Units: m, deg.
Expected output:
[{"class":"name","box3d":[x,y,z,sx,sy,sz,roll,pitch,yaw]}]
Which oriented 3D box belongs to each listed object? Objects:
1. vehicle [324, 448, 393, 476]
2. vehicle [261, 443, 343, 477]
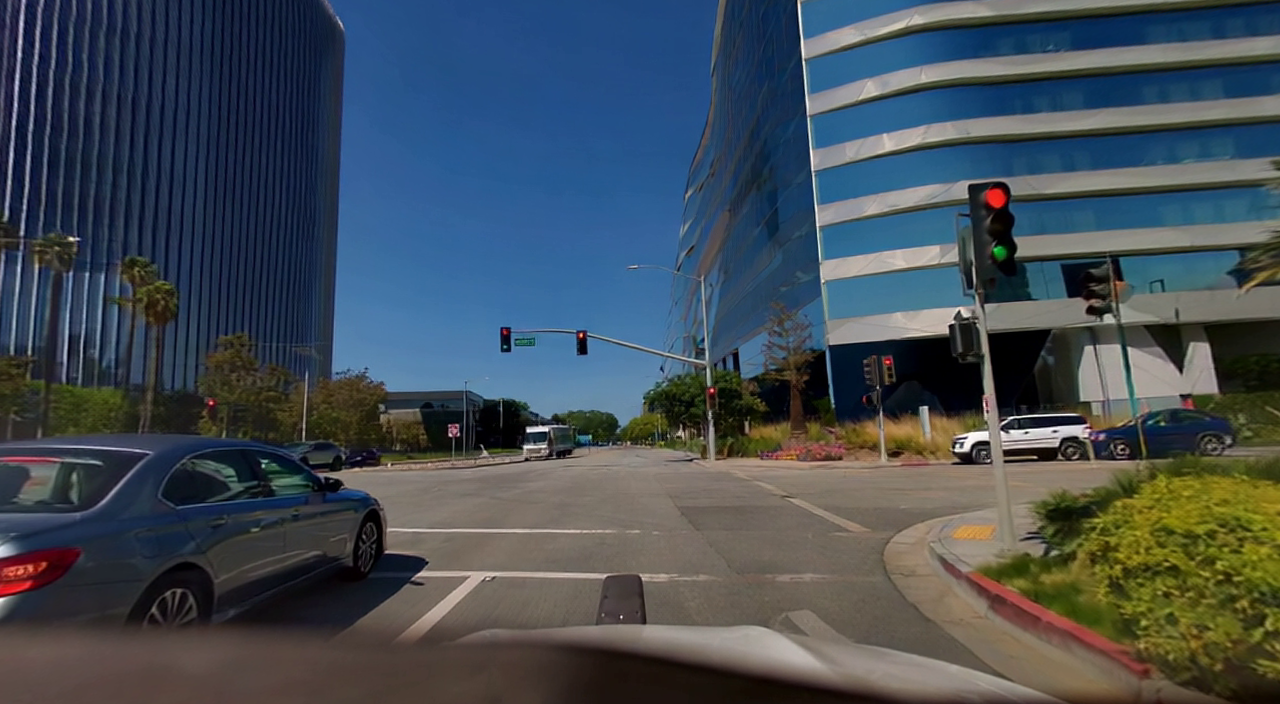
[{"class":"vehicle","box3d":[-15.335,5.988,34.490,1.875,1.389,3.784,0,-9,3]},{"class":"vehicle","box3d":[-19.059,6.087,35.782,2.017,1.739,4.569,0,-9,2]}]
